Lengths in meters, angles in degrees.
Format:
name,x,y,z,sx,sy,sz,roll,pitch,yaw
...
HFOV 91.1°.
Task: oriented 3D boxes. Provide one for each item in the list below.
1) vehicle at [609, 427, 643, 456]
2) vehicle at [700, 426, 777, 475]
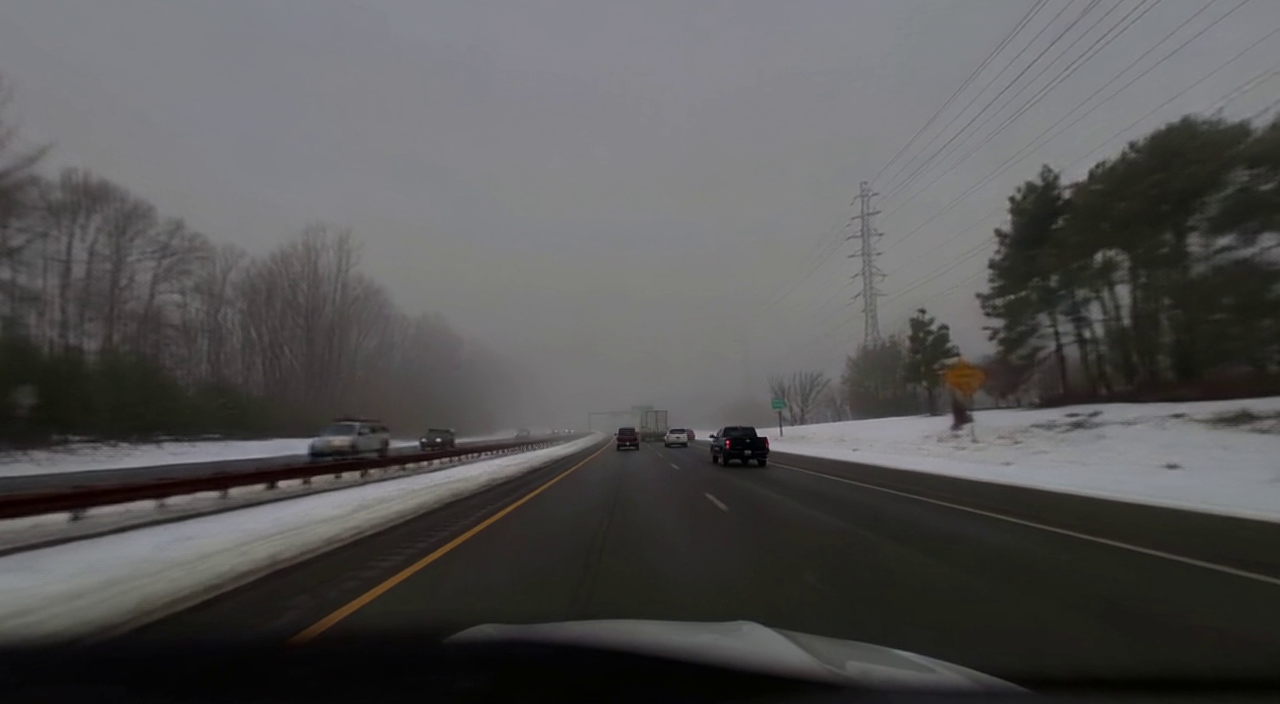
name,x,y,z,sx,sy,sz,roll,pitch,yaw
vehicle,-0.861,5.527,38.890,2.019,1.642,3.790,0,-8,-1
vehicle,3.408,3.489,22.600,2.062,1.581,3.914,0,-8,-1
